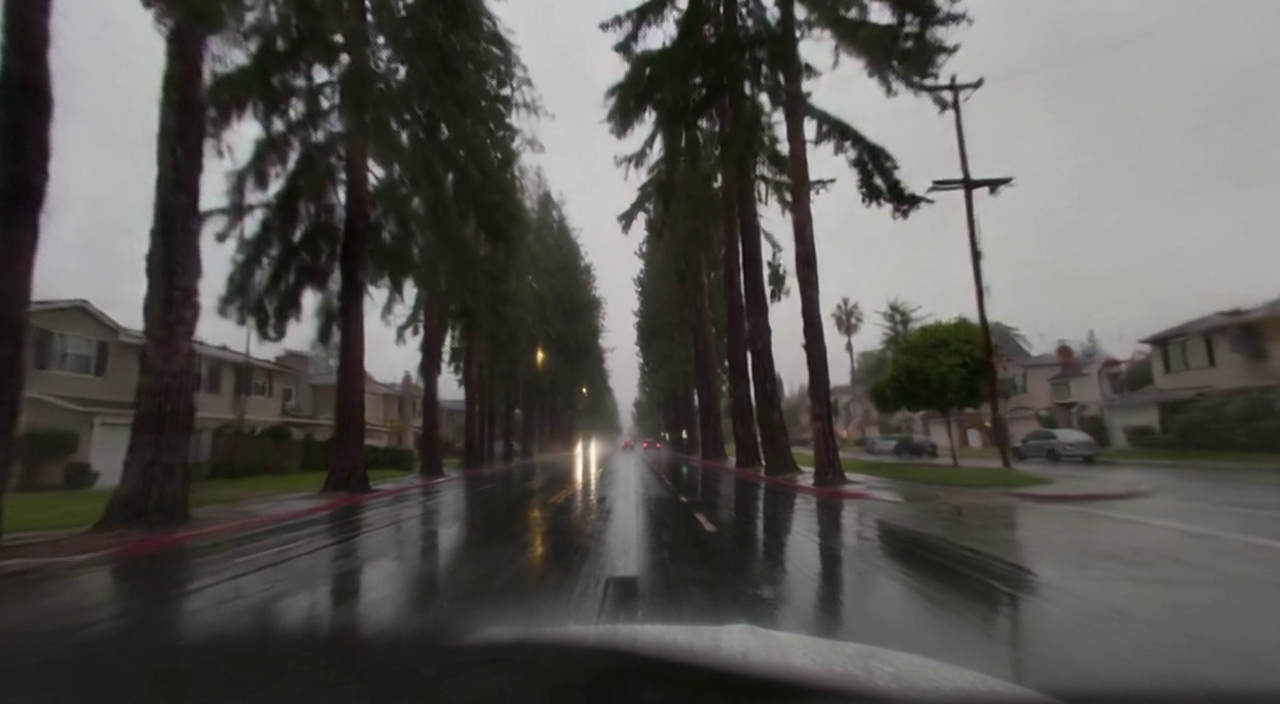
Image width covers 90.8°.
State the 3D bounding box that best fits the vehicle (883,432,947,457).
[{"bbox_3d":[17.746,5.994,41.005,1.813,1.464,4.925,0,-8,-2],"label":"vehicle"}]

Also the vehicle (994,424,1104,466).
[{"bbox_3d":[18.195,4.180,28.412,1.936,1.722,4.562,0,-8,1],"label":"vehicle"}]
